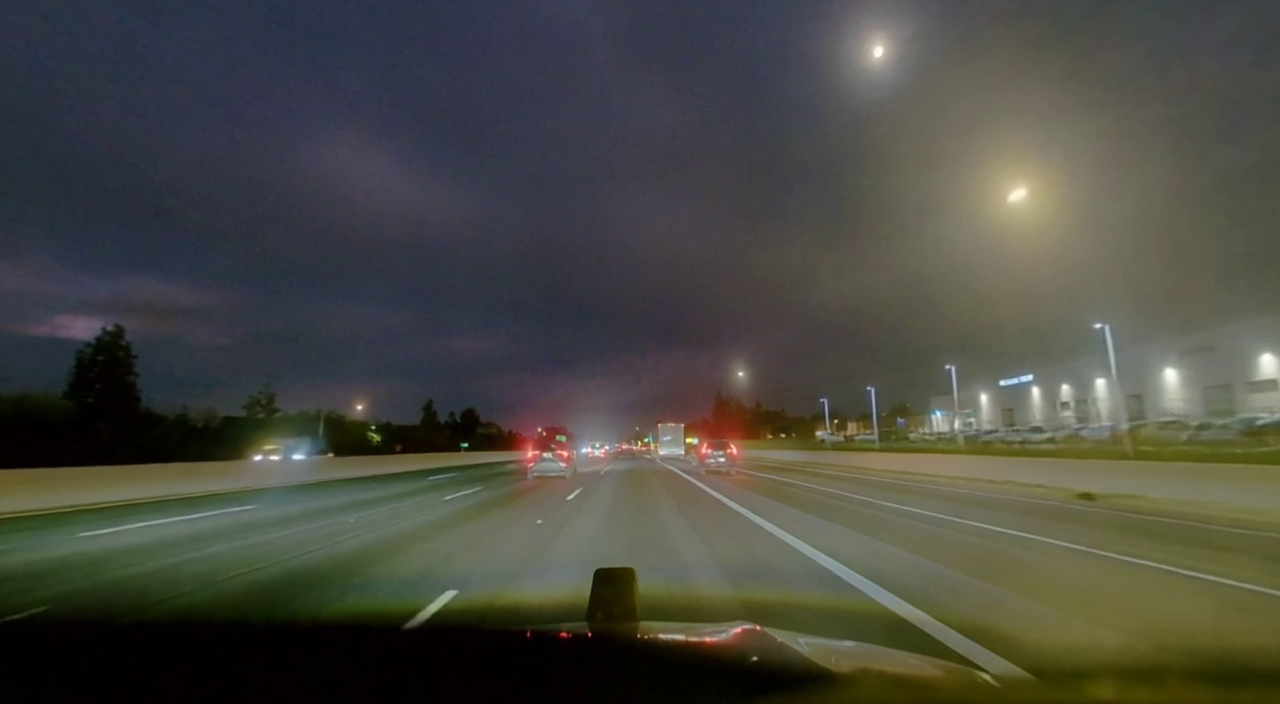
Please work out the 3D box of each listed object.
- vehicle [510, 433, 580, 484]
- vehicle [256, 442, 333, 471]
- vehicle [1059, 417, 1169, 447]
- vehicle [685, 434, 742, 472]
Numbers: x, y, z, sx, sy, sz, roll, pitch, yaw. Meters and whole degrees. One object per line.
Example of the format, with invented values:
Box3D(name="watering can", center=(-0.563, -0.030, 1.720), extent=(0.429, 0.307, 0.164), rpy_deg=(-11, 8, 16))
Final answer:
Box3D(name="vehicle", center=(-3.529, 4.047, 24.355), extent=(1.987, 1.765, 4.508), rpy_deg=(0, -8, 0))
Box3D(name="vehicle", center=(-18.382, 5.571, 33.863), extent=(1.883, 1.467, 3.937), rpy_deg=(0, -8, 0))
Box3D(name="vehicle", center=(29.533, 5.006, 39.508), extent=(5.019, 1.764, 2.183), rpy_deg=(-1, -8, 1))
Box3D(name="vehicle", center=(3.654, 5.113, 32.190), extent=(2.198, 1.807, 4.530), rpy_deg=(0, -8, -2))
